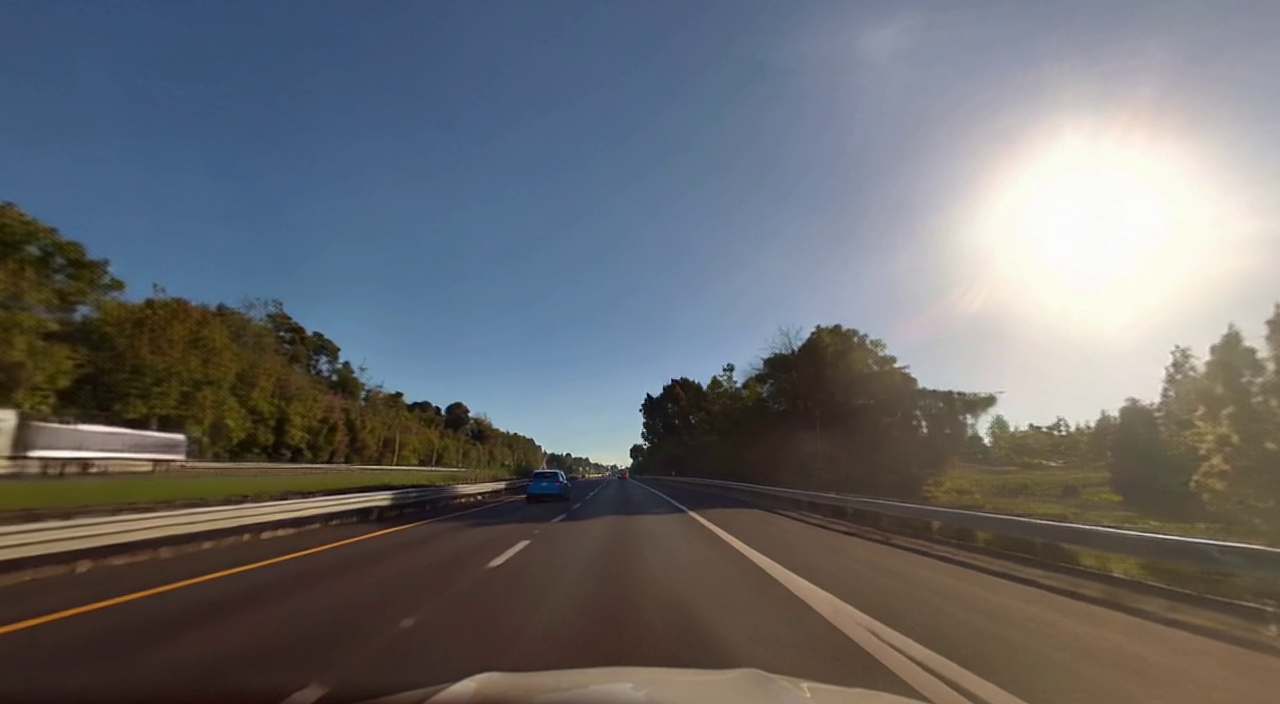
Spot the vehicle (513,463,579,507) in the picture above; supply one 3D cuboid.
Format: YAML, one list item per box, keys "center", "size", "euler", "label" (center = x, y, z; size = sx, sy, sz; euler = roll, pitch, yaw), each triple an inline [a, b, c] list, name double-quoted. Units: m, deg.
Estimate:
- center: [-3.640, 5.238, 25.120]
  size: [1.967, 1.556, 4.364]
  euler: [1, -10, 0]
  label: "vehicle"

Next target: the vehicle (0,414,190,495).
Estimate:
- center: [-29.937, 5.500, 33.218]
  size: [2.779, 3.484, 14.467]
  euler: [1, -11, -4]
  label: "vehicle"
